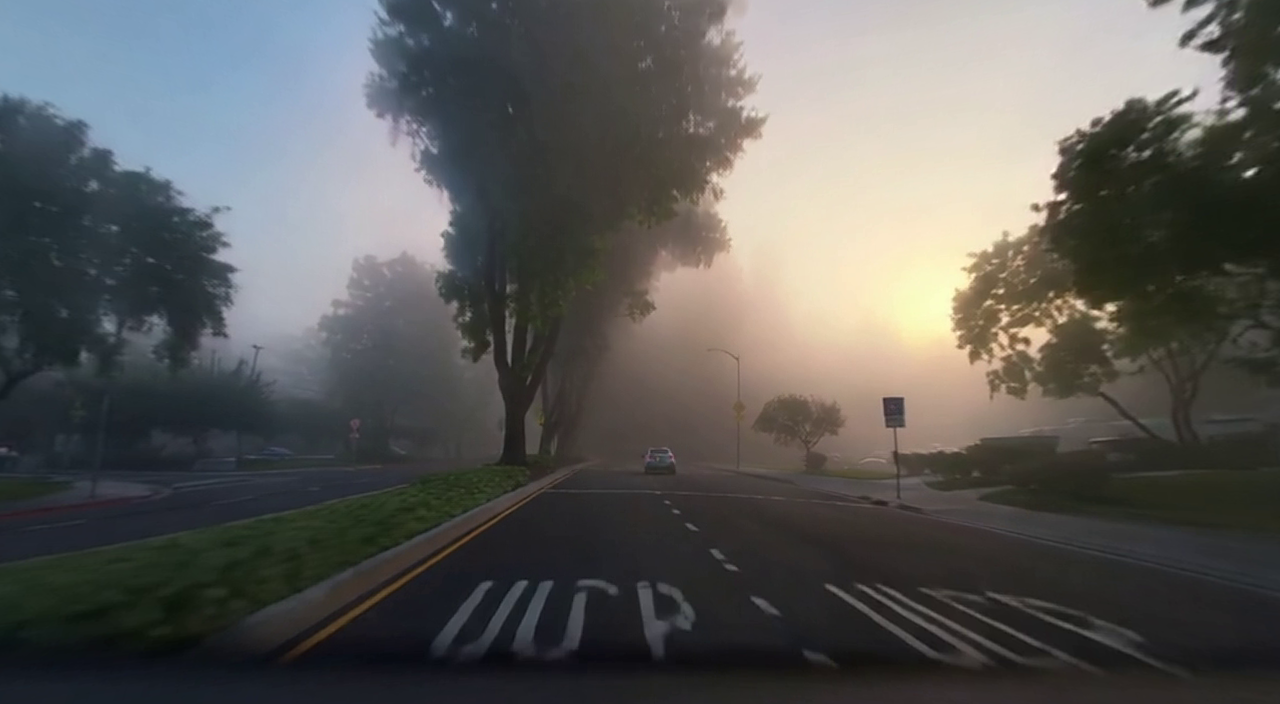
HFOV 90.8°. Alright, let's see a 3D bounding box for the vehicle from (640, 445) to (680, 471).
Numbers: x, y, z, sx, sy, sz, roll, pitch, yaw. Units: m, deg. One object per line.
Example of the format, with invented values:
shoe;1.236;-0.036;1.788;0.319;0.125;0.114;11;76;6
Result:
vehicle;1.193;6.589;39.303;2.142;1.501;4.273;1;-9;-3
